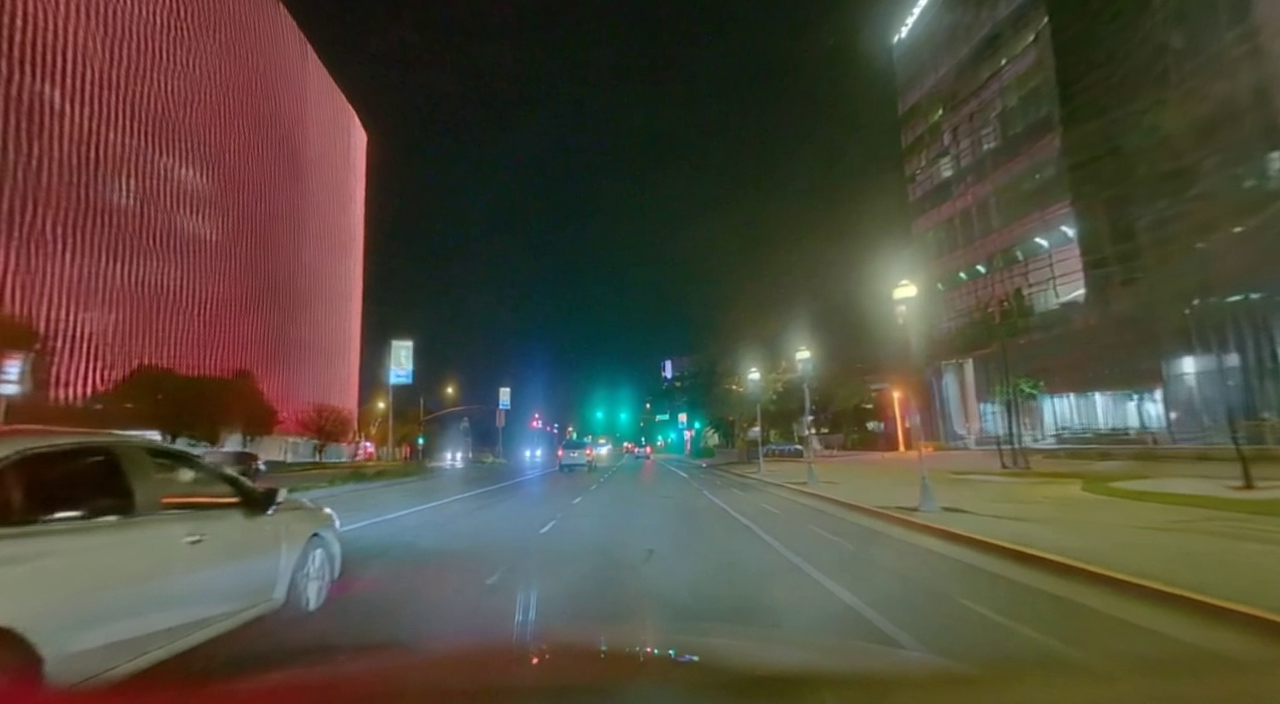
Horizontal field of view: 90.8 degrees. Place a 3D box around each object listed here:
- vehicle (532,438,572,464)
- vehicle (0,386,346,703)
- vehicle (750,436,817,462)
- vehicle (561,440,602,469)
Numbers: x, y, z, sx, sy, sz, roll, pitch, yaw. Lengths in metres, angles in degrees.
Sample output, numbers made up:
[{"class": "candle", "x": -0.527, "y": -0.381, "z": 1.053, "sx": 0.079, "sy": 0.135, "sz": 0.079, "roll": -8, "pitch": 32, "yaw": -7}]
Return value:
[{"class": "vehicle", "x": -6.442, "y": 7.278, "z": 46.728, "sx": 2.224, "sy": 1.821, "sz": 4.711, "roll": 0, "pitch": -8, "yaw": 1}, {"class": "vehicle", "x": -3.345, "y": 0.958, "z": 2.822, "sx": 2.040, "sy": 1.497, "sz": 4.193, "roll": 0, "pitch": -8, "yaw": 0}, {"class": "vehicle", "x": 10.692, "y": 7.221, "z": 47.213, "sx": 4.430, "sy": 1.683, "sz": 1.966, "roll": -3, "pitch": -7, "yaw": 0}, {"class": "vehicle", "x": -3.236, "y": 5.757, "z": 35.630, "sx": 1.983, "sy": 1.545, "sz": 3.773, "roll": 0, "pitch": -8, "yaw": 0}]
